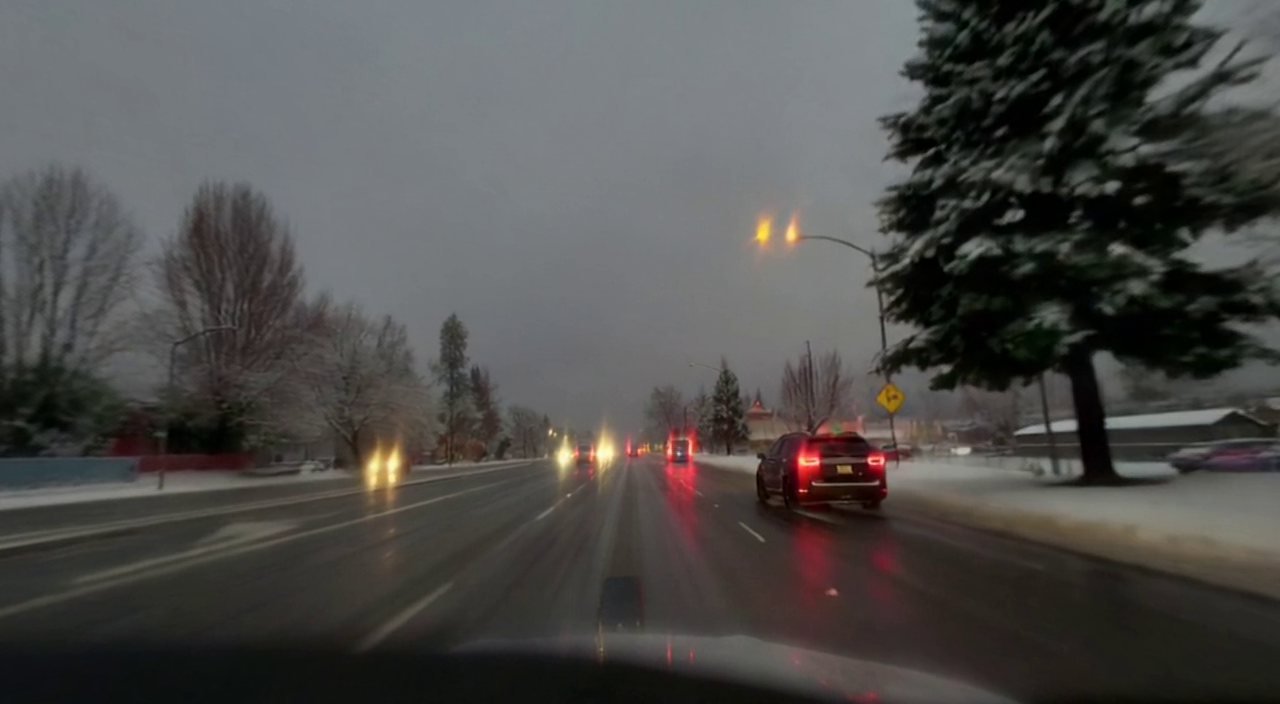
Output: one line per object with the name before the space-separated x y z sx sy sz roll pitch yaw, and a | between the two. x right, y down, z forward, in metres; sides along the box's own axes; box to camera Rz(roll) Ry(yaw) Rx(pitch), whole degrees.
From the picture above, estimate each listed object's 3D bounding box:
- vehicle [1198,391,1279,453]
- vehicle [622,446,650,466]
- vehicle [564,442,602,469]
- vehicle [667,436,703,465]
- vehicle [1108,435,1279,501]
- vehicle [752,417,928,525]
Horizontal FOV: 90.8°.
vehicle | 36.805 4.071 36.823 5.871 3.300 2.842 0 -11 -9
vehicle | -0.318 7.934 48.448 2.074 1.463 4.016 0 -9 -1
vehicle | -3.982 7.377 45.037 2.220 1.793 4.885 0 -9 1
vehicle | 3.338 7.483 48.019 2.197 2.034 4.667 0 -9 -2
vehicle | 16.293 3.259 17.959 4.407 1.494 1.799 -4 -9 1
vehicle | 3.768 2.335 12.895 2.060 1.816 4.343 0 -9 -1
